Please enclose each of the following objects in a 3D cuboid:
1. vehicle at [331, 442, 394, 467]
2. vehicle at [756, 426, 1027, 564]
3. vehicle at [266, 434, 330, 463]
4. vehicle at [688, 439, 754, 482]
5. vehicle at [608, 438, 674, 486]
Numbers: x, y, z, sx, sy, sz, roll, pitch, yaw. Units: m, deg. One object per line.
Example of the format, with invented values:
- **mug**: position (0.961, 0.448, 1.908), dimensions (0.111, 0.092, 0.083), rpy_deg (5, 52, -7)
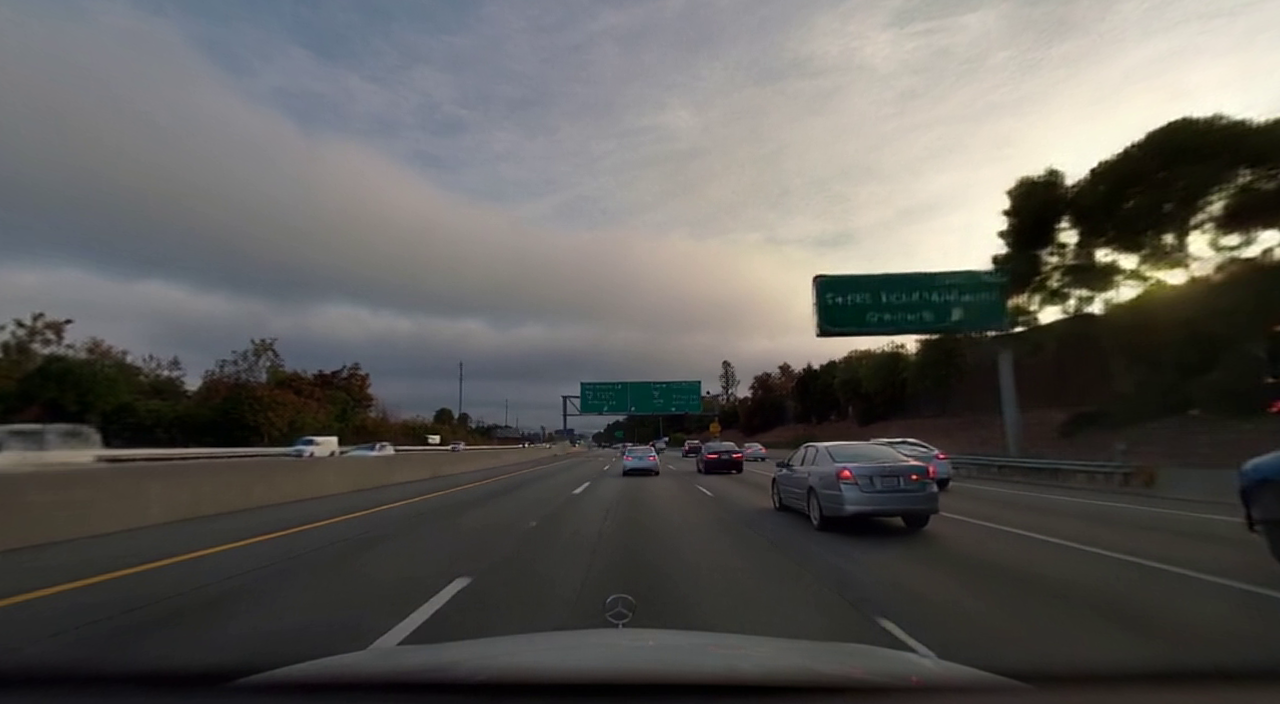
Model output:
- **vehicle**: position (-17.800, 6.610, 40.780), dimensions (1.935, 1.491, 4.689), rpy_deg (0, -9, 0)
- **vehicle**: position (3.235, 1.947, 9.450), dimensions (1.993, 1.504, 4.781), rpy_deg (0, -9, -1)
- **vehicle**: position (-25.603, 7.253, 47.452), dimensions (2.245, 2.020, 4.578), rpy_deg (0, -9, -1)
- **vehicle**: position (3.039, 4.164, 24.562), dimensions (1.856, 1.517, 4.198), rpy_deg (0, -9, -2)
- **vehicle**: position (0.014, 3.796, 22.089), dimensions (2.098, 1.475, 3.997), rpy_deg (0, -9, -1)
